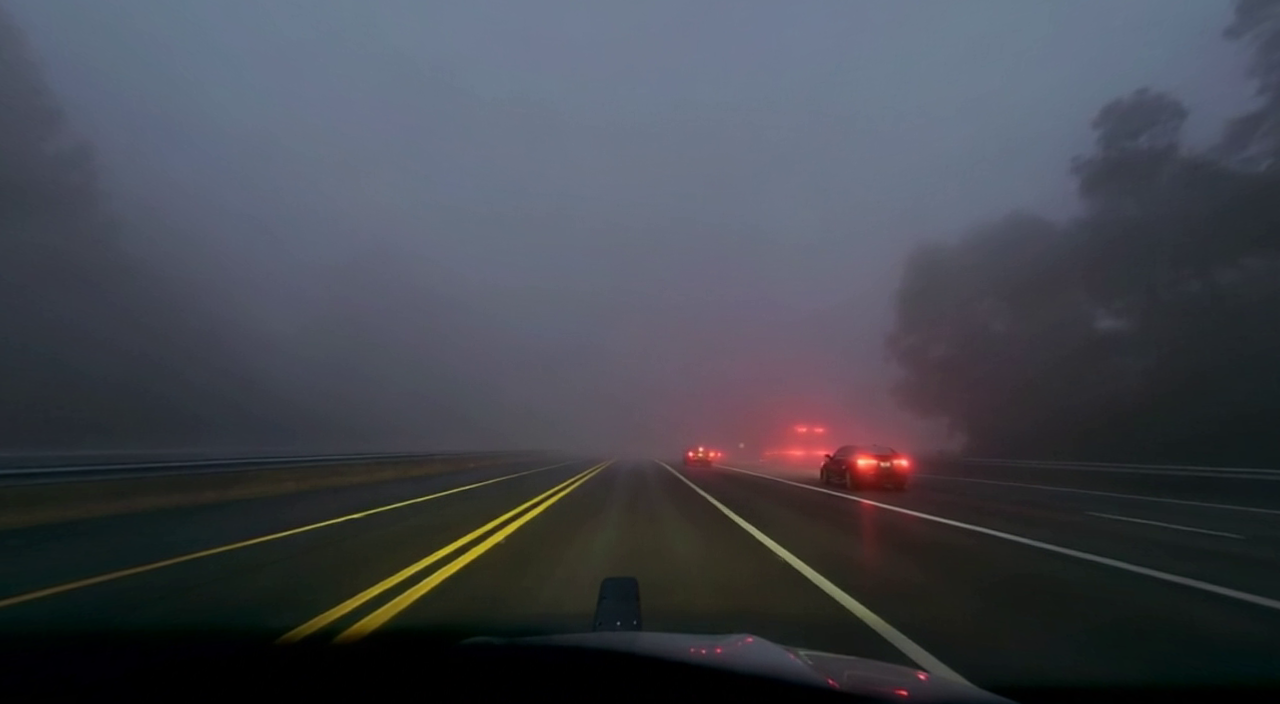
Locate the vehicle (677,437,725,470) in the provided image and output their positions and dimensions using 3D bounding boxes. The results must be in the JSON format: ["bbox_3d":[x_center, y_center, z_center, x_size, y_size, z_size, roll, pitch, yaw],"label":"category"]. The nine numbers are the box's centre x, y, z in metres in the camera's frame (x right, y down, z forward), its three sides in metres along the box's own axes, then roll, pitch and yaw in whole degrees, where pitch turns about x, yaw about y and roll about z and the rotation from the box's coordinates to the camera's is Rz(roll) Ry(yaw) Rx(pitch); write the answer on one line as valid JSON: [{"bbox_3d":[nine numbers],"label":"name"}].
[{"bbox_3d":[3.480,5.892,36.800,2.141,1.785,4.778,0,-8,-2],"label":"vehicle"}]

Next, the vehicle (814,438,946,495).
[{"bbox_3d":[7.198,3.476,19.645,2.046,1.509,4.929,0,-8,-2],"label":"vehicle"}]
